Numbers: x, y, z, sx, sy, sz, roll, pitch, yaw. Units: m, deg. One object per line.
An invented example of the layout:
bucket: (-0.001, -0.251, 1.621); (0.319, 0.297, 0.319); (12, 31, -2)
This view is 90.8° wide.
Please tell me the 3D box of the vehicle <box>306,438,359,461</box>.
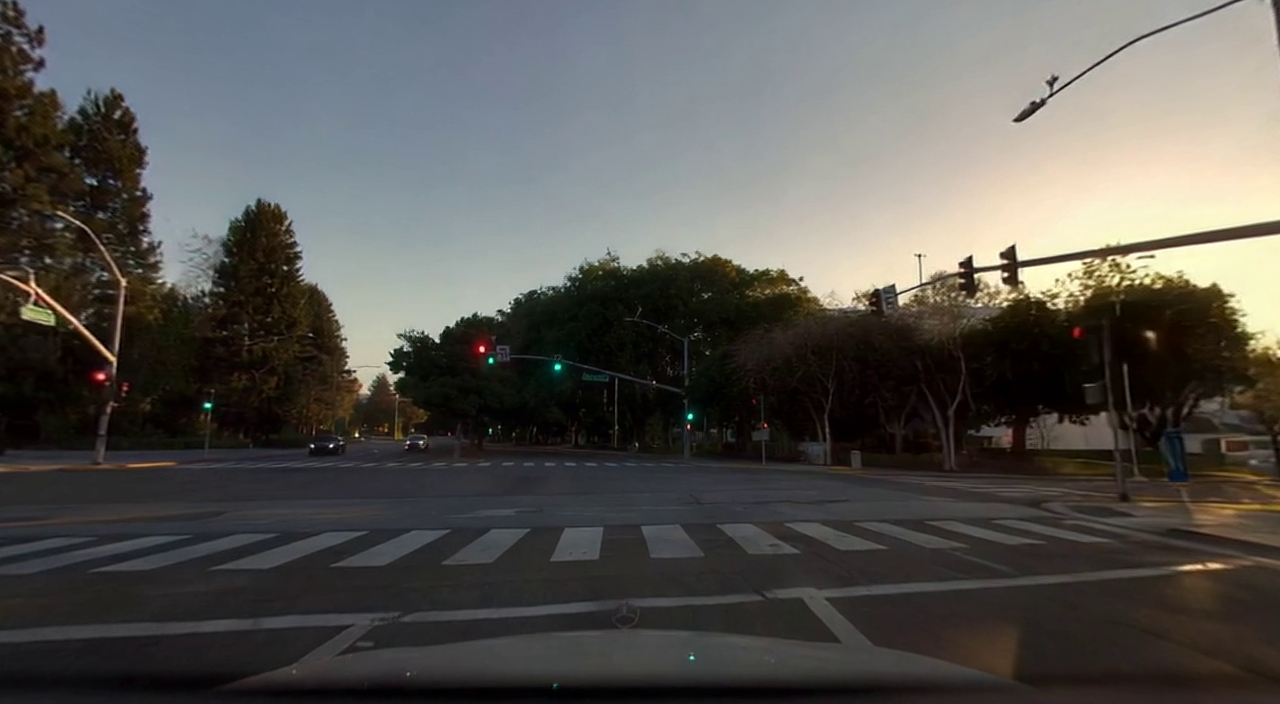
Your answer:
vehicle: (-20.808, 6.614, 42.980); (1.918, 1.432, 4.433); (1, -9, -8)
